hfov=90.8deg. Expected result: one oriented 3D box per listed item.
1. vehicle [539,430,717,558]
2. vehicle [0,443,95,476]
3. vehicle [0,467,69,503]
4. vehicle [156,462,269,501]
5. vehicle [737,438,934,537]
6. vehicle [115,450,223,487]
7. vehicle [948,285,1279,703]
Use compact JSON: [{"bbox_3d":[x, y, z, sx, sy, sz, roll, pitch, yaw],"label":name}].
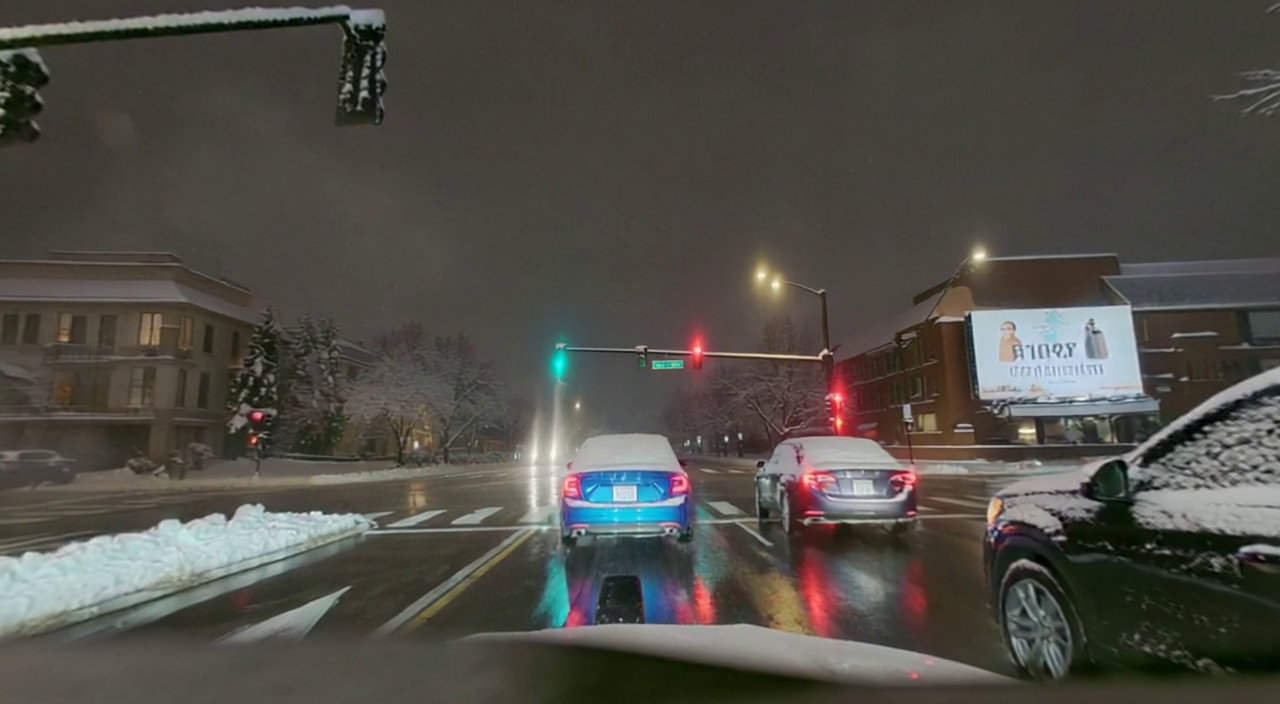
[{"bbox_3d":[-0.159,1.974,9.485,2.095,1.502,3.873,0,-8,0],"label":"vehicle"},{"bbox_3d":[-35.704,6.335,37.388,2.145,1.797,5.198,-1,-8,1],"label":"vehicle"},{"bbox_3d":[-28.024,6.104,29.262,1.972,1.433,4.324,8,-12,-39],"label":"vehicle"},{"bbox_3d":[-19.100,5.789,28.521,1.942,1.453,4.448,0,-8,0],"label":"vehicle"},{"bbox_3d":[3.198,2.304,11.460,2.009,1.414,4.416,0,-8,-2],"label":"vehicle"},{"bbox_3d":[-27.511,6.796,37.170,2.300,1.932,5.056,-1,-9,2],"label":"vehicle"},{"bbox_3d":[2.997,0.667,1.774,2.047,1.785,4.357,0,-8,0],"label":"vehicle"}]
